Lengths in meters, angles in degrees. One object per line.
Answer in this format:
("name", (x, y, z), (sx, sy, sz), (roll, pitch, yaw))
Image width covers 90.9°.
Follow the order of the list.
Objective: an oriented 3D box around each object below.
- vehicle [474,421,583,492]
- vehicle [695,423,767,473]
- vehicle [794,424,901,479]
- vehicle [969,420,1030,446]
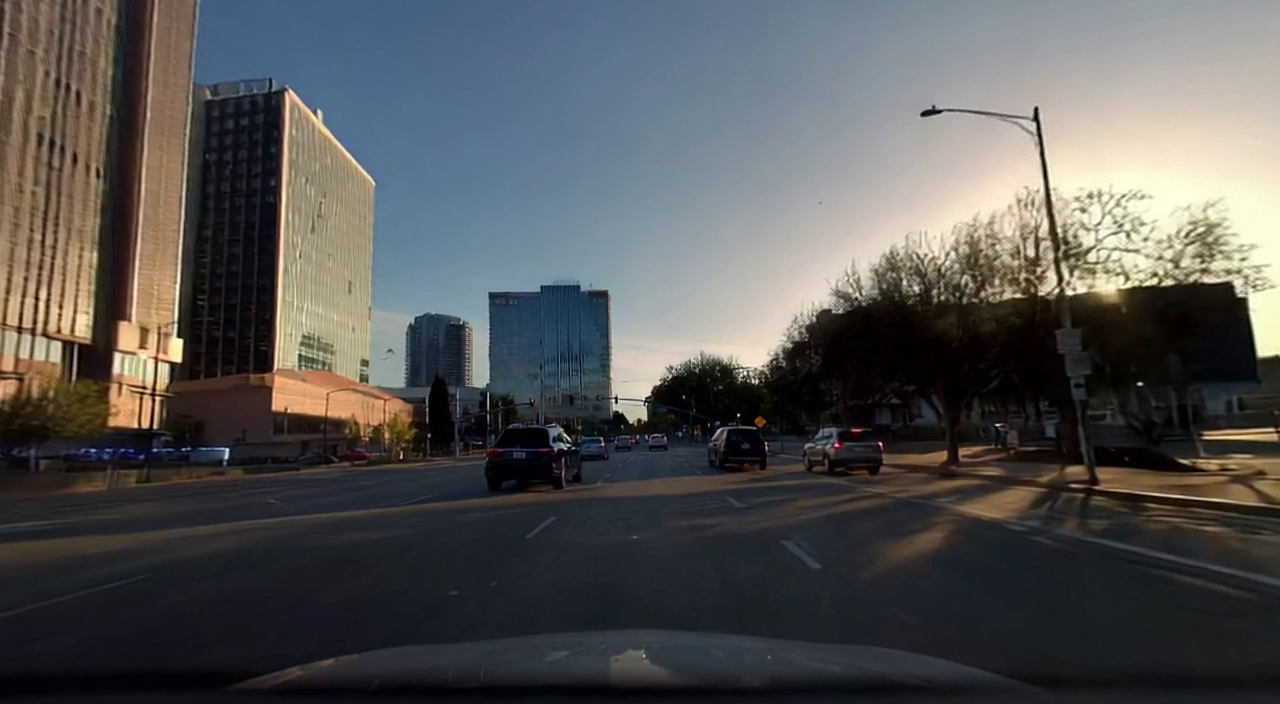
("vehicle", (-2.955, 2.900, 17.743), (2.141, 1.719, 4.379), (-1, -8, 2))
("vehicle", (3.568, 3.885, 25.646), (2.178, 1.804, 4.766), (0, -8, 0))
("vehicle", (6.956, 3.398, 21.737), (2.088, 1.666, 4.512), (0, -8, 0))
("vehicle", (23.452, 5.343, 41.312), (1.800, 1.563, 3.827), (-1, -8, 2))
